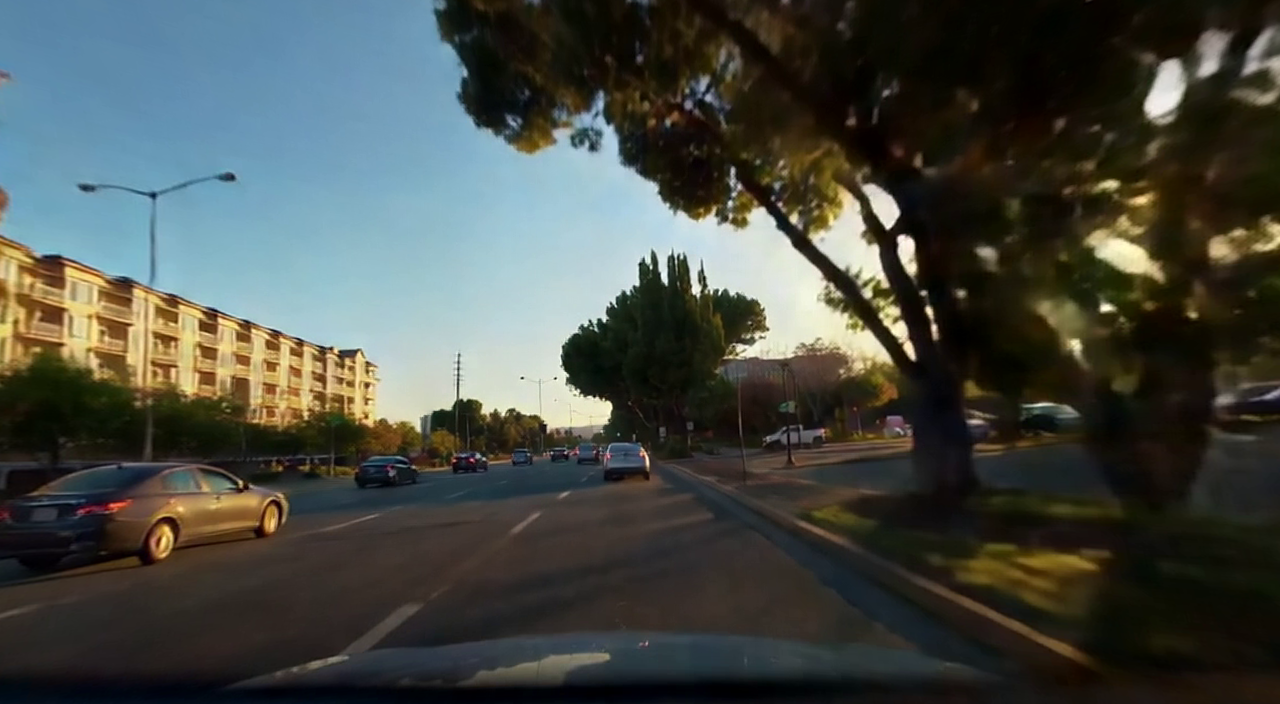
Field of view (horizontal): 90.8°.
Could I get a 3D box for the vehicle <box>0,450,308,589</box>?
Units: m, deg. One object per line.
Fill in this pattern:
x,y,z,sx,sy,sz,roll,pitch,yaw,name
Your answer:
-7.008,2.165,9.137,1.906,1.449,4.576,0,-9,0,vehicle

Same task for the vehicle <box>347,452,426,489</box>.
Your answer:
-11.293,5.290,28.558,2.024,1.484,4.592,1,-9,-5,vehicle

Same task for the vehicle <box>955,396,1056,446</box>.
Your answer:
18.413,3.587,32.112,2.002,2.015,4.254,-8,-9,-6,vehicle

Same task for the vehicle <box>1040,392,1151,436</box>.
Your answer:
23.849,3.332,33.319,2.118,1.724,4.361,-8,-9,-6,vehicle

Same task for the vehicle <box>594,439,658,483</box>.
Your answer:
-0.522,3.960,23.262,2.099,1.469,4.389,0,-9,-2,vehicle

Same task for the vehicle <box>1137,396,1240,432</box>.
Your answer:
29.263,3.317,33.917,1.882,1.730,4.753,-3,-6,10,vehicle

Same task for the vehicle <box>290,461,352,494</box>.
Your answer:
-23.204,9.110,46.162,2.145,2.074,4.630,0,-9,-1,vehicle

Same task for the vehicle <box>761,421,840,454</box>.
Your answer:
12.525,6.662,49.652,5.253,2.014,2.666,-5,-5,-5,vehicle

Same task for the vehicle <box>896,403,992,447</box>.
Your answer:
15.635,3.878,32.900,2.395,2.028,5.135,0,-9,-1,vehicle
